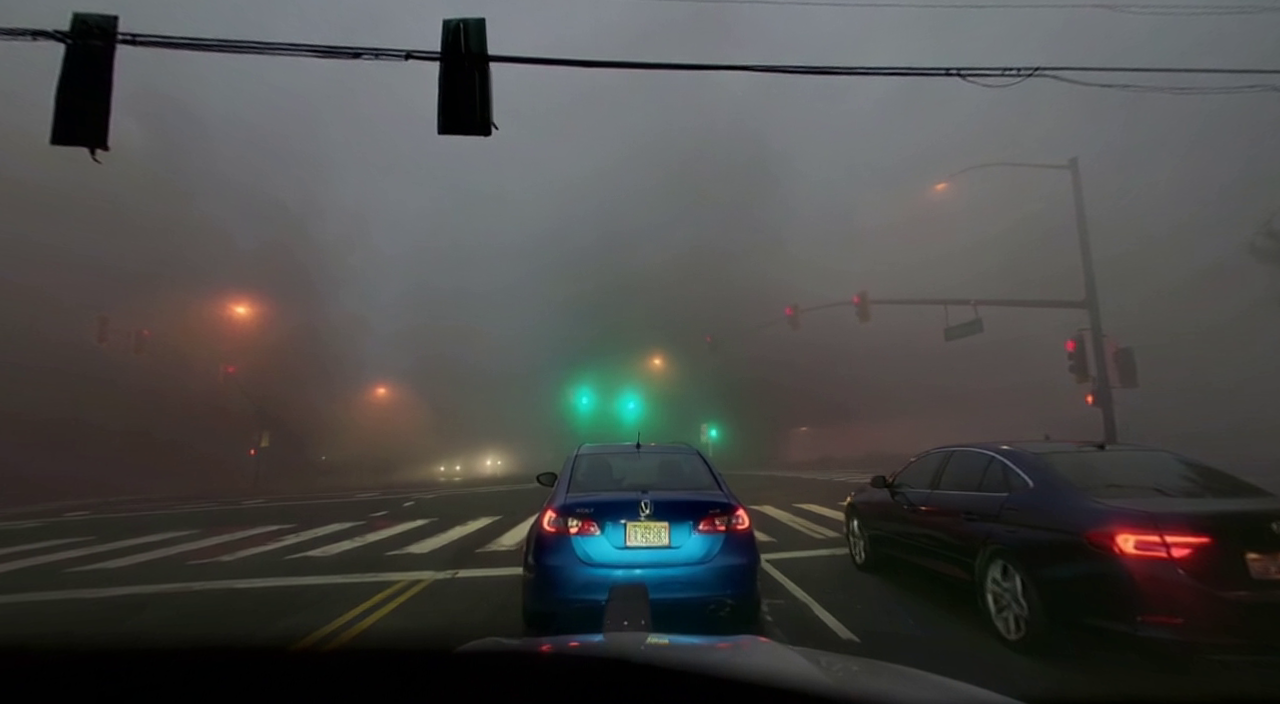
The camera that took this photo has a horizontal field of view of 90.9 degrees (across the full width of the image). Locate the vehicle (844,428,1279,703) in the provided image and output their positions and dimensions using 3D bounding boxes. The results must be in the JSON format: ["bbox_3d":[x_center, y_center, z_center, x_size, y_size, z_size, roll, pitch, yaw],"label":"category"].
[{"bbox_3d":[3.353,1.408,5.222,1.860,1.430,4.089,0,-8,-1],"label":"vehicle"}]

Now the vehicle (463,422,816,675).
[{"bbox_3d":[-0.050,1.471,5.861,2.094,1.481,4.078,0,-8,-2],"label":"vehicle"}]

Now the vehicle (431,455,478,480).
[{"bbox_3d":[-14.461,9.016,49.476,2.126,1.782,4.880,0,-8,1],"label":"vehicle"}]
